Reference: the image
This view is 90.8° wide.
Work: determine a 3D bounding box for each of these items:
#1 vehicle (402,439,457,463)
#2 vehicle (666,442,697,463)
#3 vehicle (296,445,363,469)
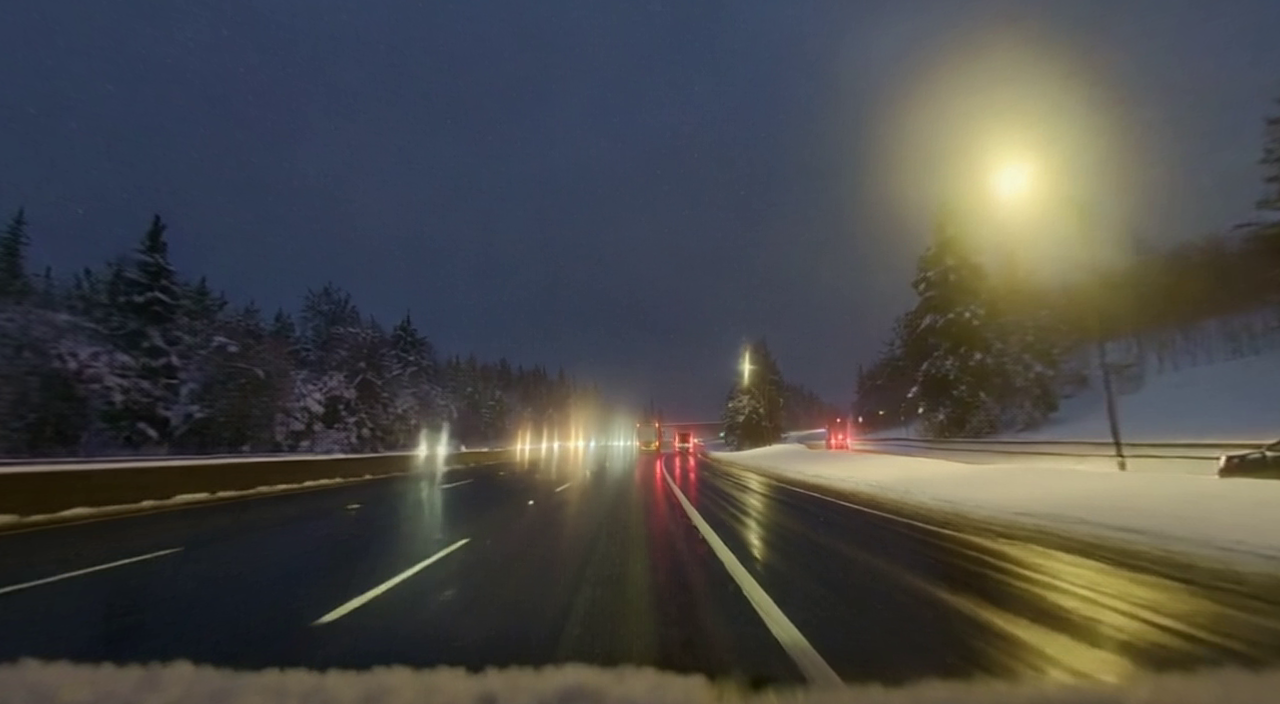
[{"bbox_3d":[-15.742,7.429,47.671,2.153,1.671,5.278,0,-8,2],"label":"vehicle"},{"bbox_3d":[3.135,7.657,48.347,2.069,1.476,4.197,0,-8,0],"label":"vehicle"},{"bbox_3d":[-19.203,6.494,39.255,1.851,1.353,4.215,0,-8,2],"label":"vehicle"}]
